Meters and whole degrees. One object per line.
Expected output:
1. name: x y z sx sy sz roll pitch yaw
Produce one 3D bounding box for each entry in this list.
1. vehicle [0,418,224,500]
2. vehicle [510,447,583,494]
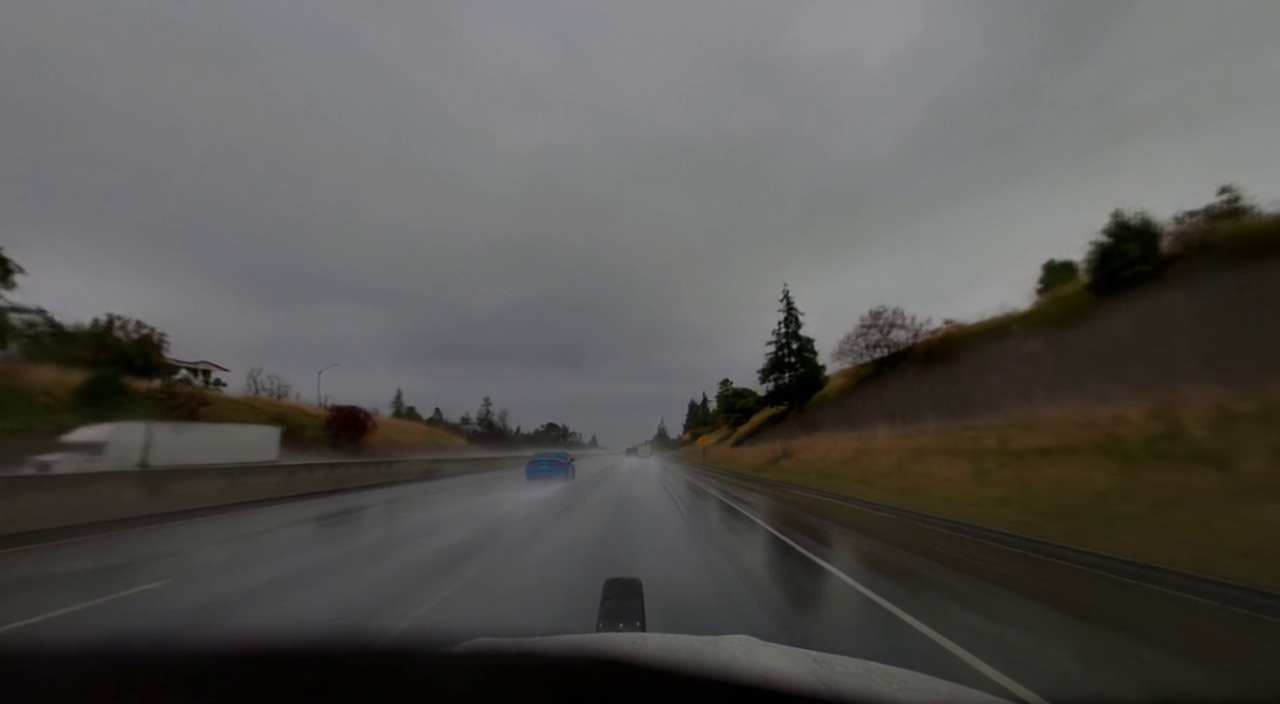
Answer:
1. vehicle: -22.794 4.617 27.685 2.676 2.929 9.366 0 -9 0
2. vehicle: -3.233 4.177 22.651 1.978 1.498 4.080 0 -9 0
